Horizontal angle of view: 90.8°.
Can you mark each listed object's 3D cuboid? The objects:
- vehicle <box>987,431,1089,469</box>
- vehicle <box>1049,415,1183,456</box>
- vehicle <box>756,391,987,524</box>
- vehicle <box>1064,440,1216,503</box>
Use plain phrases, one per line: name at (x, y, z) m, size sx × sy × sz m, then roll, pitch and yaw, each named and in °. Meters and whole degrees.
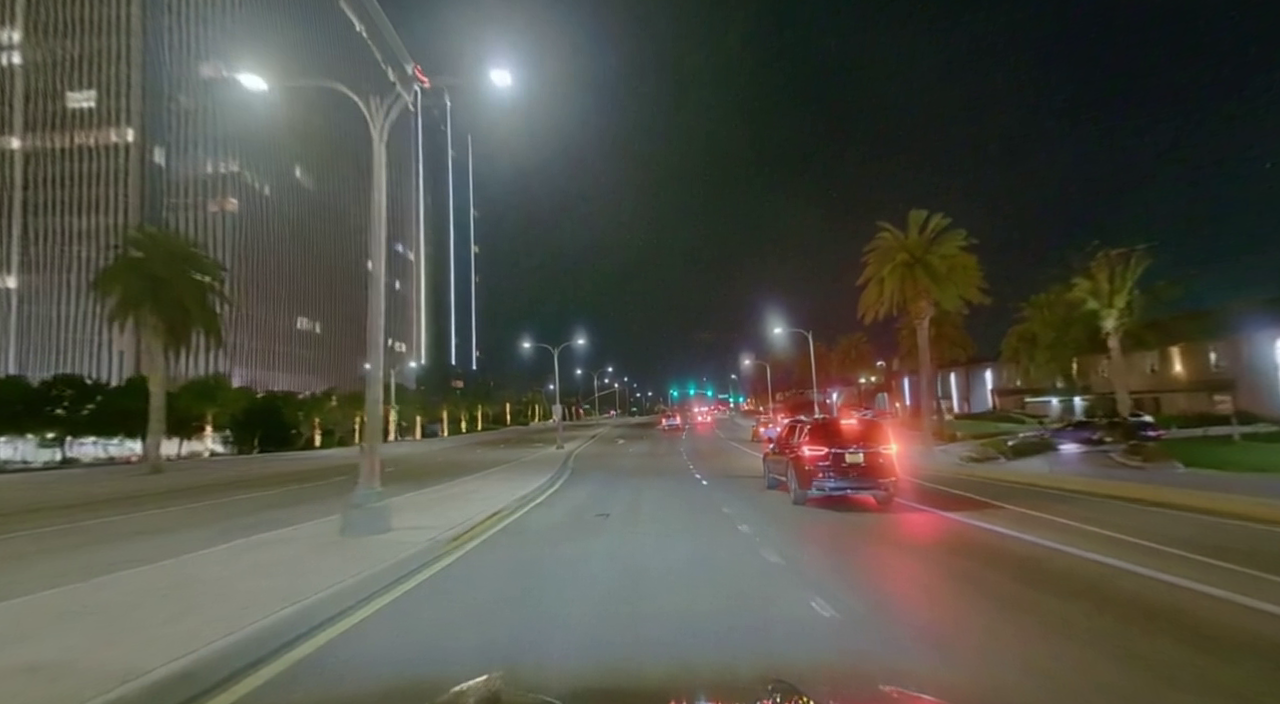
vehicle at (17.859, 4.423, 28.639) m, size 1.818 × 1.568 × 4.309 m, roll -1°, pitch -8°, yaw 1°
vehicle at (25.058, 4.374, 33.427) m, size 4.991 × 1.798 × 2.501 m, roll -3°, pitch -5°, yaw 1°
vehicle at (3.607, 1.777, 11.062) m, size 2.219 × 1.795 × 4.718 m, roll 0°, pitch -8°, yaw 0°
vehicle at (17.751, 4.194, 22.734) m, size 1.909 × 1.442 × 4.265 m, roll -4°, pitch -2°, yaw -2°
